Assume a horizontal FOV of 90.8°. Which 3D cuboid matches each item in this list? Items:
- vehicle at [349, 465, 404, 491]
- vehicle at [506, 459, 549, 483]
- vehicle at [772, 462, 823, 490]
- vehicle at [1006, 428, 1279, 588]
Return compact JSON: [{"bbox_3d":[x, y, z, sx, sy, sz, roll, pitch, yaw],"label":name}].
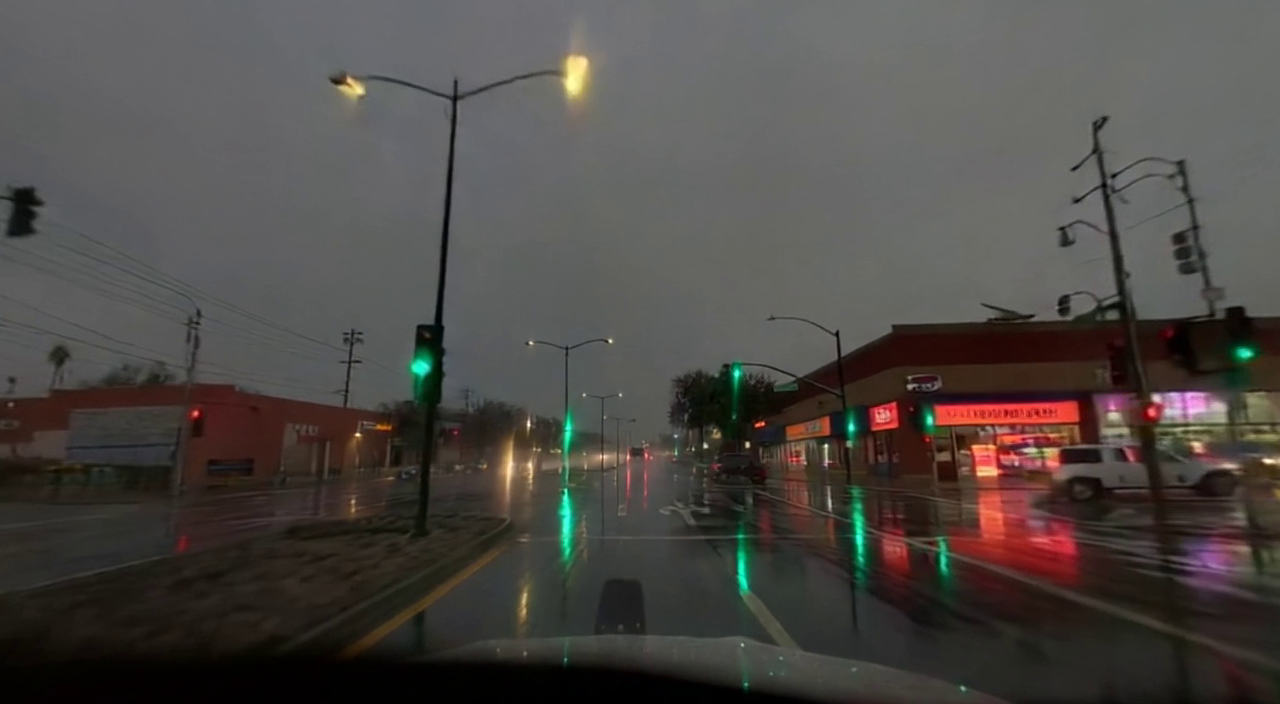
[{"bbox_3d":[-18.167,8.673,43.761,1.858,1.493,4.721,0,-8,-1],"label":"vehicle"},{"bbox_3d":[-8.018,8.516,45.356,2.225,1.532,4.486,0,-8,1],"label":"vehicle"},{"bbox_3d":[9.635,7.588,38.937,1.948,1.483,4.645,0,-8,0],"label":"vehicle"},{"bbox_3d":[7.437,1.989,9.031,1.974,1.679,4.611,-1,-8,5],"label":"vehicle"}]
